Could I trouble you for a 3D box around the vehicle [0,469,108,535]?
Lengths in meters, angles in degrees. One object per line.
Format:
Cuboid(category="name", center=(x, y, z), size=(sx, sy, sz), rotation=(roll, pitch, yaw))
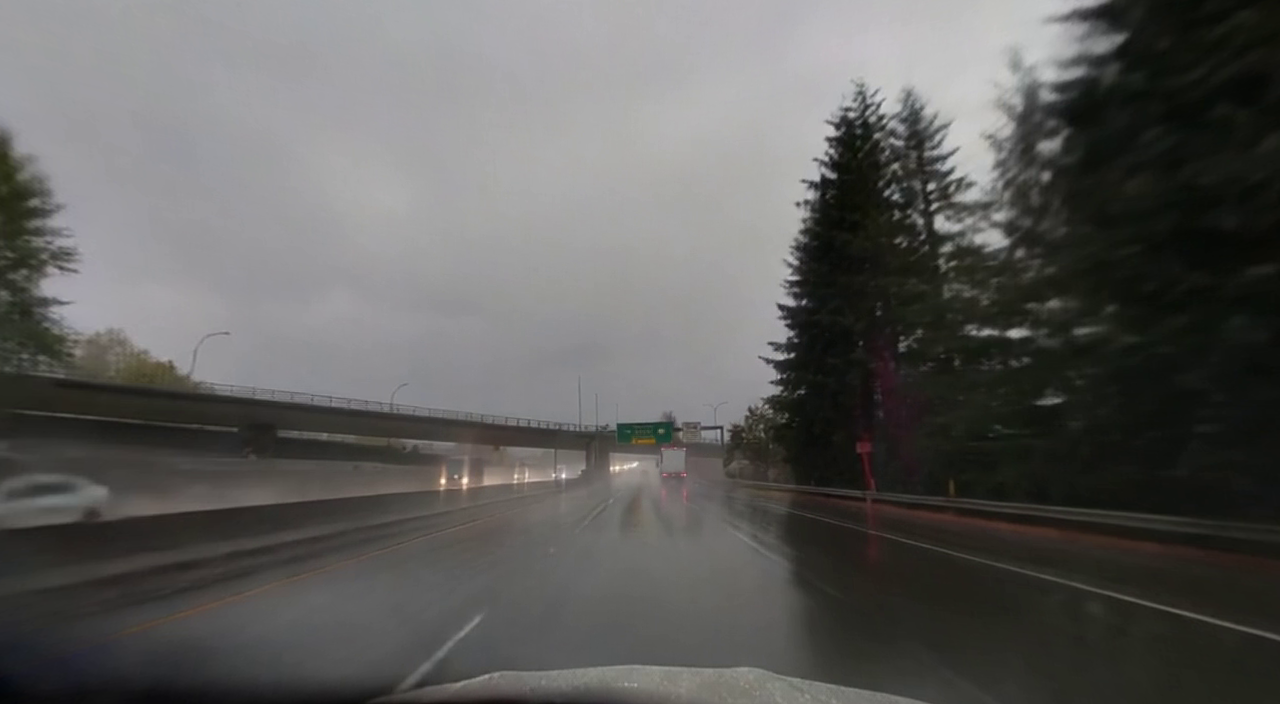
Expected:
Cuboid(category="vehicle", center=(-15.751, 3.594, 15.207), size=(2.087, 1.459, 4.210), rotation=(1, -10, 0))
